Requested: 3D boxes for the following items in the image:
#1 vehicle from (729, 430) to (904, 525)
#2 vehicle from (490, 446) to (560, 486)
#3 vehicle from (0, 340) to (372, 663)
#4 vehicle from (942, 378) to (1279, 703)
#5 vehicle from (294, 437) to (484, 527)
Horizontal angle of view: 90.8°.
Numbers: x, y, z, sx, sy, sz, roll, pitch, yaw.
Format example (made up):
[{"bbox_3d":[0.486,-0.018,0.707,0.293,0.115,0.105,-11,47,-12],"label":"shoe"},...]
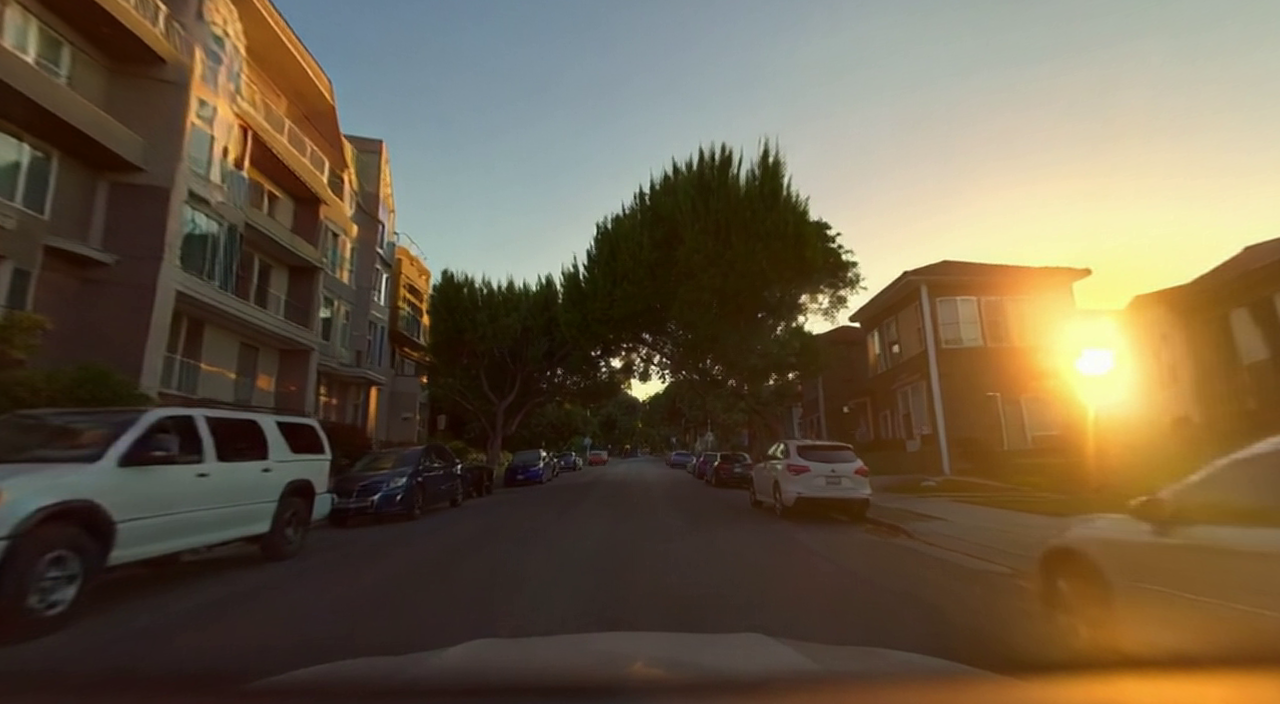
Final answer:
[{"bbox_3d":[3.994,2.986,15.800,2.473,1.895,6.050,0,-9,-2],"label":"vehicle"},{"bbox_3d":[-5.391,5.420,30.379,2.222,1.735,5.215,0,-8,2],"label":"vehicle"},{"bbox_3d":[-5.542,1.441,6.943,2.596,2.152,5.689,-2,-9,1],"label":"vehicle"},{"bbox_3d":[3.698,0.964,2.570,2.445,1.662,5.309,0,-8,2],"label":"vehicle"},{"bbox_3d":[-5.640,2.991,15.283,2.122,1.722,5.662,-1,-9,2],"label":"vehicle"}]
